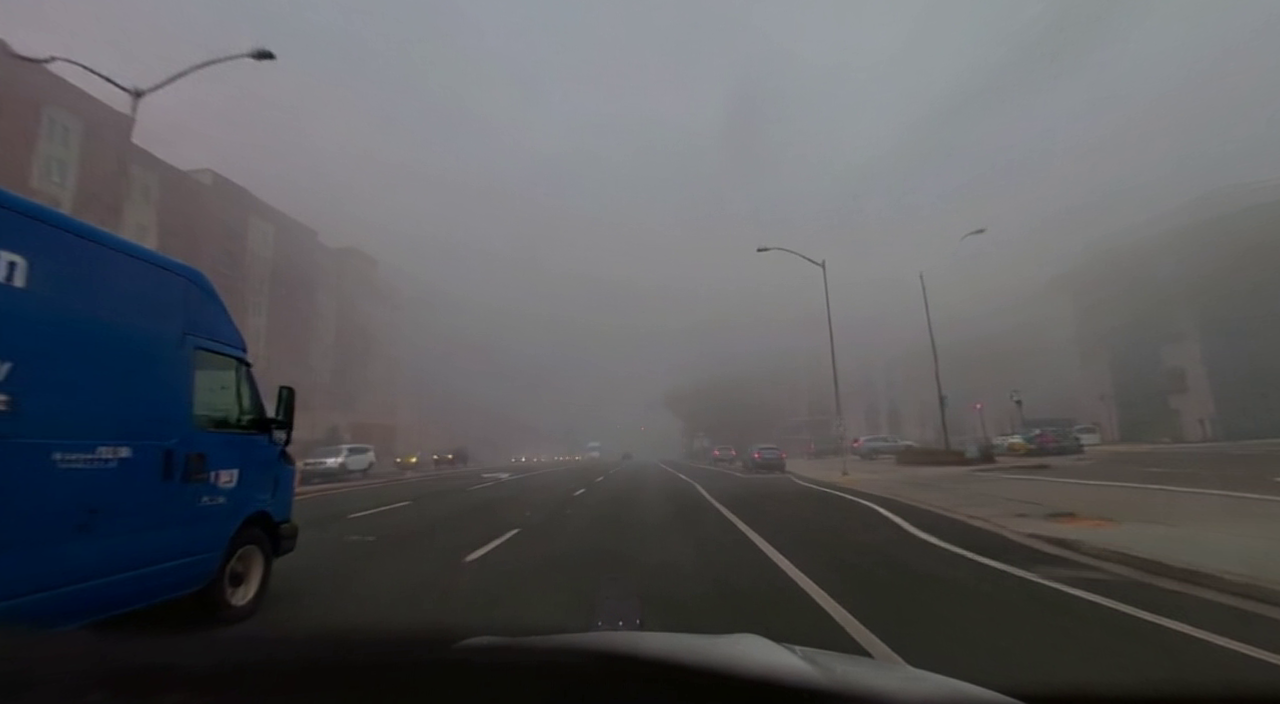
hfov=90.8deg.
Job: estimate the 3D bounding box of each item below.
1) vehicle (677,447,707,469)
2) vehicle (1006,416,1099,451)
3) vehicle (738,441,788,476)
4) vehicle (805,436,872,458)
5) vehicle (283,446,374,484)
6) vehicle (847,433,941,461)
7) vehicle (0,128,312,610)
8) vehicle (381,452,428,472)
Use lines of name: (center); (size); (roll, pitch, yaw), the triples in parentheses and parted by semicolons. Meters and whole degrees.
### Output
vehicle: (3.791, 7.783, 46.649); (1.878, 1.534, 4.120); (0, -9, -1)
vehicle: (30.895, 6.160, 47.455); (5.204, 2.465, 2.316); (-1, -9, 5)
vehicle: (6.759, 5.896, 35.156); (2.175, 1.770, 4.373); (-1, -9, 4)
vehicle: (15.235, 7.305, 48.697); (4.527, 1.637, 1.887); (0, -9, 0)
vehicle: (-14.993, 5.445, 30.754); (2.151, 1.705, 4.537); (0, -9, -1)
vehicle: (15.370, 5.801, 38.460); (4.830, 1.605, 1.982); (-1, -9, 4)
vehicle: (-5.373, 0.102, 3.913); (2.763, 2.974, 7.562); (0, -8, -2)
vehicle: (-18.319, 8.571, 49.404); (1.911, 1.476, 4.602); (0, -9, 0)
